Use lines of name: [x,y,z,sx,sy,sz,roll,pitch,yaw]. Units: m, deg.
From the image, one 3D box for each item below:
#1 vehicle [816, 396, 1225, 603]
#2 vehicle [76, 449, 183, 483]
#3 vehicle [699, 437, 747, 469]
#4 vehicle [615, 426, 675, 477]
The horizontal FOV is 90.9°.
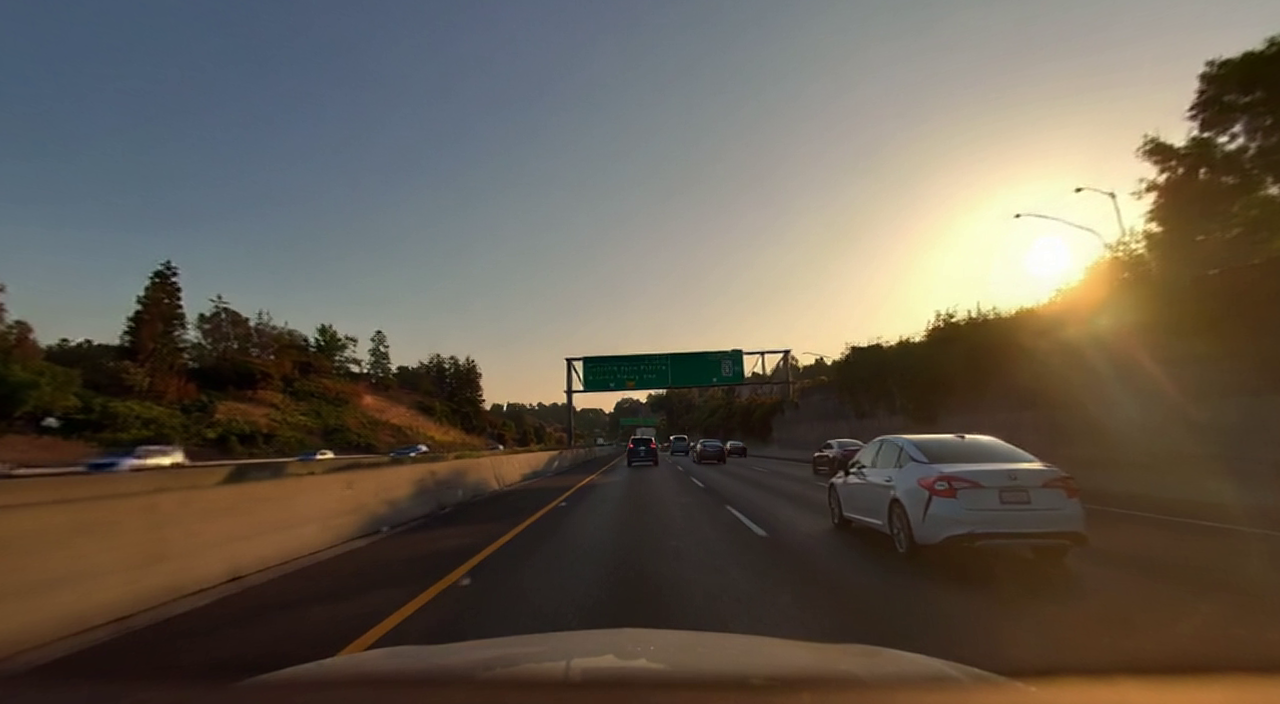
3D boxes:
vehicle: [3.725,1.518,7.405,2.003,1.661,4.418,0,-8,0]
vehicle: [-27.193,6.036,33.808,1.927,1.635,4.529,0,-8,0]
vehicle: [4.197,5.167,32.483,1.825,1.487,4.034,0,-8,-1]
vehicle: [0.176,3.914,25.020,2.189,1.852,4.038,0,-8,0]
